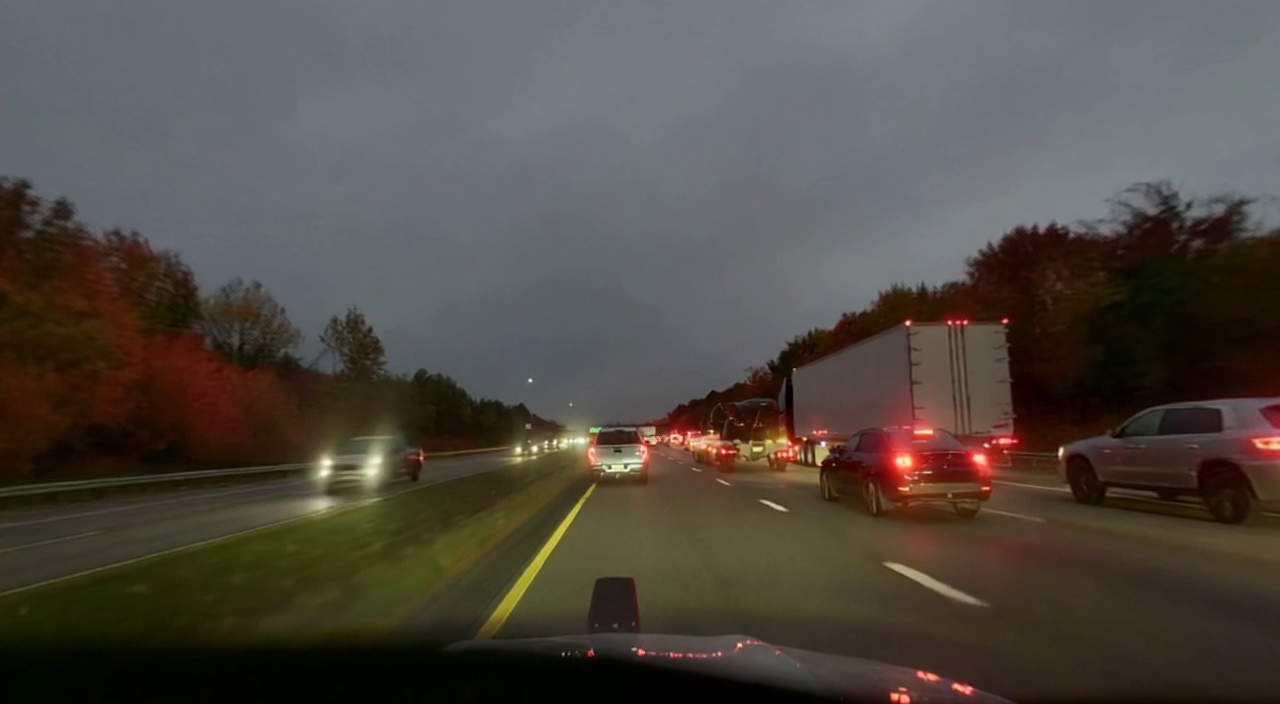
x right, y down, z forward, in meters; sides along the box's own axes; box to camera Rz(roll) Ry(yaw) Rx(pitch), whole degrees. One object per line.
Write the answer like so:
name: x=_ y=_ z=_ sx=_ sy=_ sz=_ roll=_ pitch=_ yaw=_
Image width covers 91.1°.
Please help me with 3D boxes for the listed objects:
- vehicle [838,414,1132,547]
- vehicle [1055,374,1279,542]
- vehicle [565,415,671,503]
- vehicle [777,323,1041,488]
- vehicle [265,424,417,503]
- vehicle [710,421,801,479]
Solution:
vehicle: x=4.659 y=1.764 z=9.380 sx=2.040 sy=1.523 sz=4.068 roll=0 pitch=-8 yaw=-1
vehicle: x=8.571 y=1.445 z=8.885 sx=2.116 sy=1.965 sz=4.691 roll=0 pitch=-8 yaw=-1
vehicle: x=-0.474 y=2.416 z=14.689 sx=2.087 sy=1.709 sz=4.455 roll=0 pitch=-8 yaw=-1
vehicle: x=8.188 y=2.232 z=22.662 sx=2.908 sy=4.099 sz=14.103 roll=0 pitch=-8 yaw=-2
vehicle: x=-8.054 y=3.016 z=17.511 sx=2.152 sy=1.903 sz=4.339 roll=0 pitch=-8 yaw=-1
vehicle: x=3.648 y=3.177 z=20.674 sx=2.147 sy=1.707 sz=3.963 roll=0 pitch=-8 yaw=-2
